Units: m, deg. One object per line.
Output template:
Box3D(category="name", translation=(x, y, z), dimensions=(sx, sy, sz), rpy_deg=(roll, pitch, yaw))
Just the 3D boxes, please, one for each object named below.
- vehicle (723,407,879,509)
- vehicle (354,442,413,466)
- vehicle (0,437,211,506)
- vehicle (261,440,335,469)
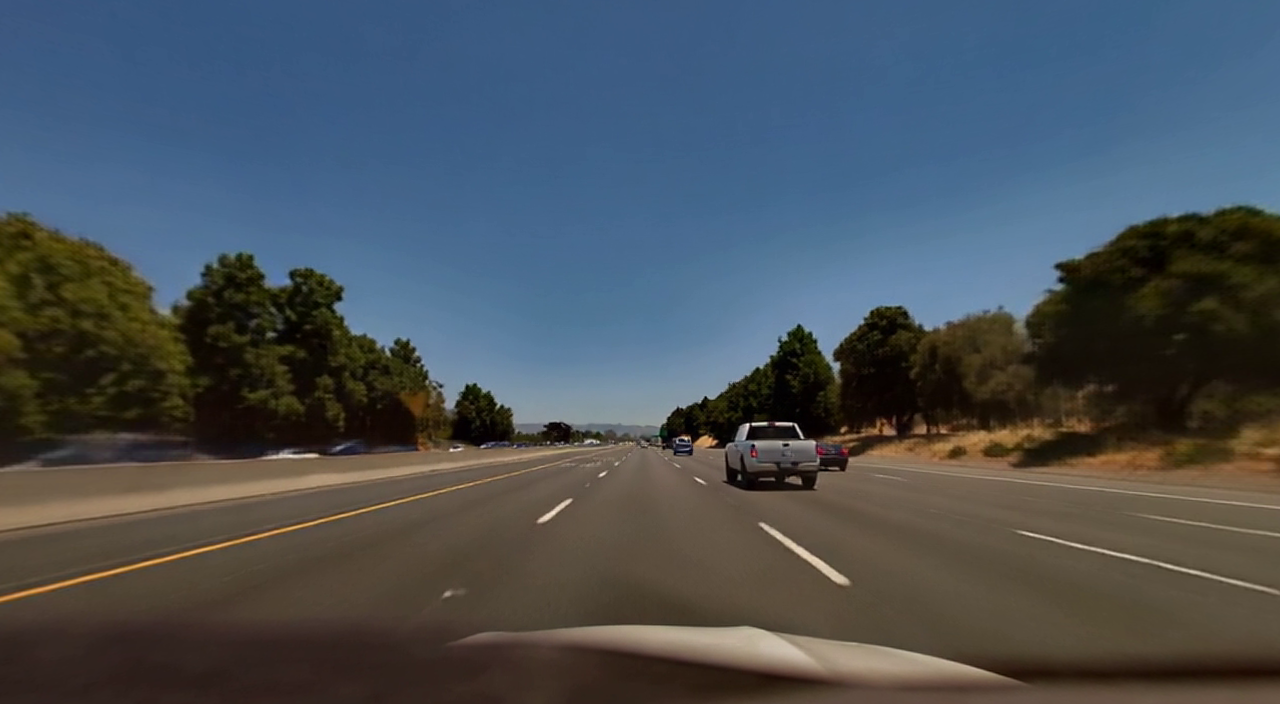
Box3D(category="vehicle", translation=(3.499, 2.463, 15.102), dimensions=(2.218, 1.964, 5.662), rpy_deg=(0, -8, 0))
Box3D(category="vehicle", translation=(-17.386, 6.901, 42.992), dimensions=(1.944, 1.506, 4.693), rpy_deg=(0, -8, 1))
Box3D(category="vehicle", translation=(-13.768, 2.970, 16.274), dimensions=(1.930, 1.493, 4.830), rpy_deg=(0, -8, 1))
Box3D(category="vehicle", translation=(-21.174, 6.344, 39.309), dimensions=(1.977, 1.654, 4.622), rpy_deg=(0, -8, 1))
